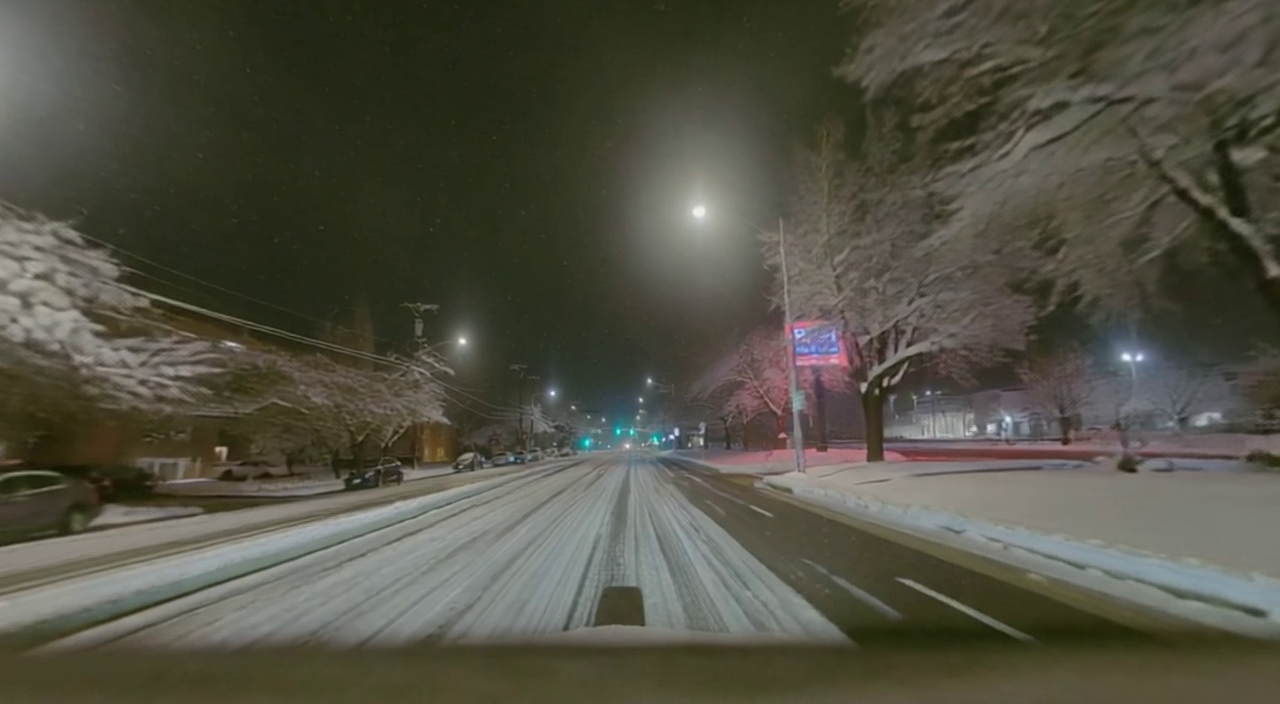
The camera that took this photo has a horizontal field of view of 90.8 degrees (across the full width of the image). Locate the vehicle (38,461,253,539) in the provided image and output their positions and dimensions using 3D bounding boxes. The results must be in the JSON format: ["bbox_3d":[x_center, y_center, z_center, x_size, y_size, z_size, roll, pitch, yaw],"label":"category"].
[{"bbox_3d":[-12.555,3.732,16.544,2.040,1.424,4.594,-5,-8,-1],"label":"vehicle"}]

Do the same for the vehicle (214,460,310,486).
[{"bbox_3d":[-23.627,7.556,39.621,4.718,1.500,1.943,0,-8,0],"label":"vehicle"}]

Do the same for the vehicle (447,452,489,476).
[{"bbox_3d":[-12.921,8.379,47.646,1.986,1.488,4.330,-4,-8,-2],"label":"vehicle"}]

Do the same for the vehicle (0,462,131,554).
[{"bbox_3d":[-12.421,2.904,11.743,1.897,1.564,4.875,0,-8,-1],"label":"vehicle"}]

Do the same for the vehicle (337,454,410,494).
[{"bbox_3d":[-12.852,5.857,30.745,1.953,1.558,3.839,-6,-8,-2],"label":"vehicle"}]
